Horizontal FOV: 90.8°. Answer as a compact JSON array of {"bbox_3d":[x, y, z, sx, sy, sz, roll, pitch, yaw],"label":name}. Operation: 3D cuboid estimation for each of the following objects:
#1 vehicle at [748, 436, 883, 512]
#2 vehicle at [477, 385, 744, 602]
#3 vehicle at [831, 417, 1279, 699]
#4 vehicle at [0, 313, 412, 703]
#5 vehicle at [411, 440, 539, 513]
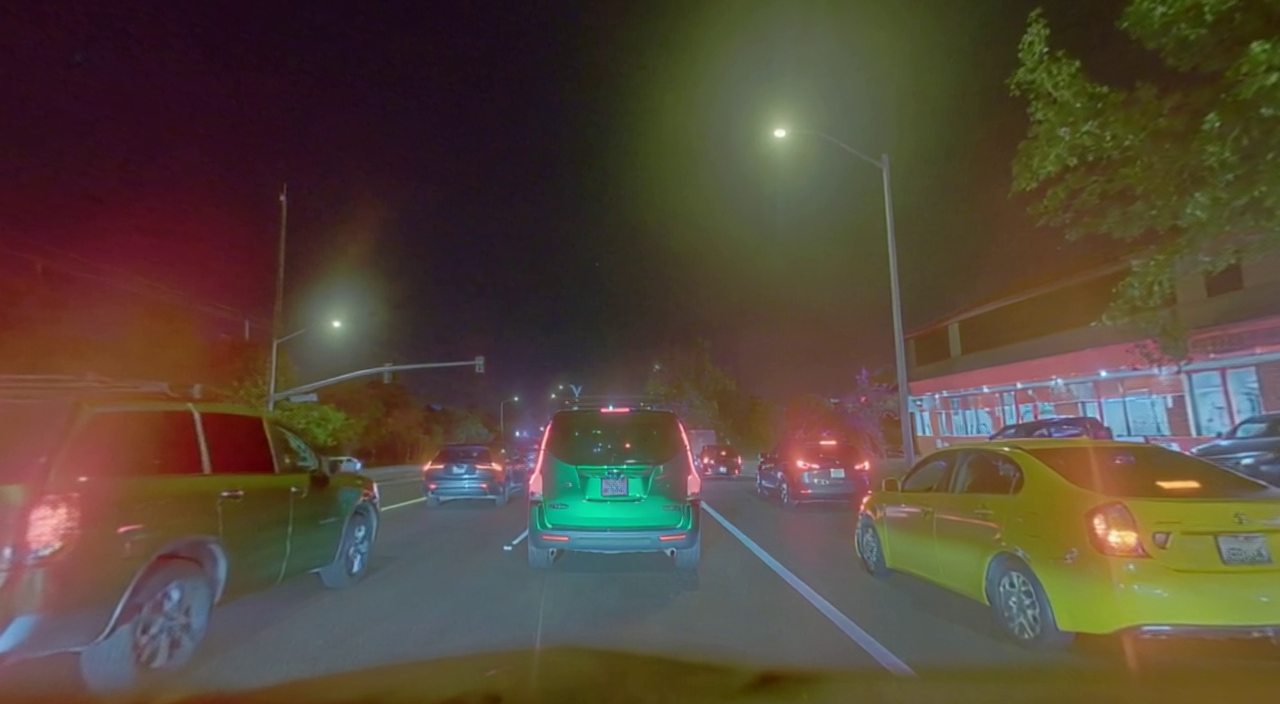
[{"bbox_3d":[3.912,2.776,14.889,1.875,1.521,4.192,0,-9,-1],"label":"vehicle"},{"bbox_3d":[-0.295,1.507,7.511,2.238,1.825,4.190,0,-9,-1],"label":"vehicle"},{"bbox_3d":[3.366,1.425,5.605,1.900,1.477,4.352,0,-9,-1],"label":"vehicle"},{"bbox_3d":[-3.632,1.087,4.642,2.231,1.853,4.461,0,-9,0],"label":"vehicle"},{"bbox_3d":[-3.643,2.813,14.782,1.849,1.451,4.218,0,-9,0],"label":"vehicle"}]
